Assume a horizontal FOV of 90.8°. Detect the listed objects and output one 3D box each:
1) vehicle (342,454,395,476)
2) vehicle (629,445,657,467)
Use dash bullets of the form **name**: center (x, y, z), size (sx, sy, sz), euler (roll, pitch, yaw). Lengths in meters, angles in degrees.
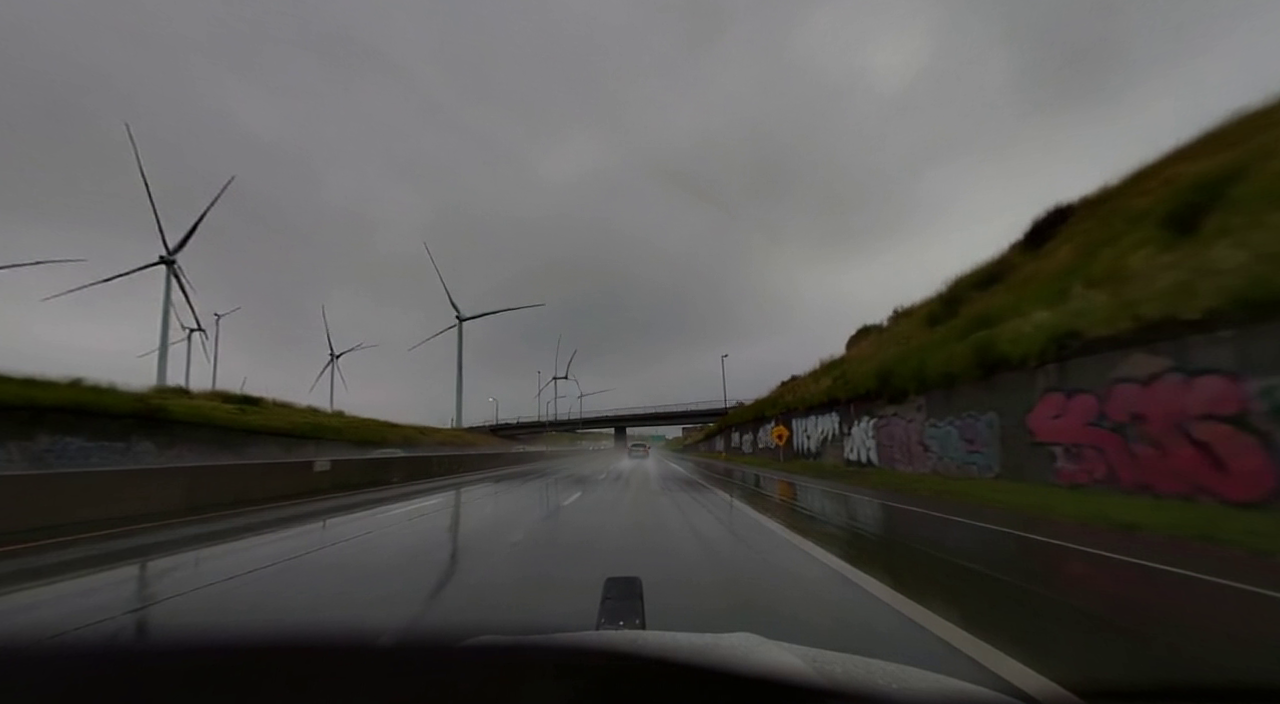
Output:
- **vehicle**: center (-19.068, 7.974, 44.538), size (1.783, 1.432, 4.354), euler (0, -9, 1)
- **vehicle**: center (0.181, 7.250, 44.117), size (1.870, 1.481, 4.234), euler (0, -9, 0)
